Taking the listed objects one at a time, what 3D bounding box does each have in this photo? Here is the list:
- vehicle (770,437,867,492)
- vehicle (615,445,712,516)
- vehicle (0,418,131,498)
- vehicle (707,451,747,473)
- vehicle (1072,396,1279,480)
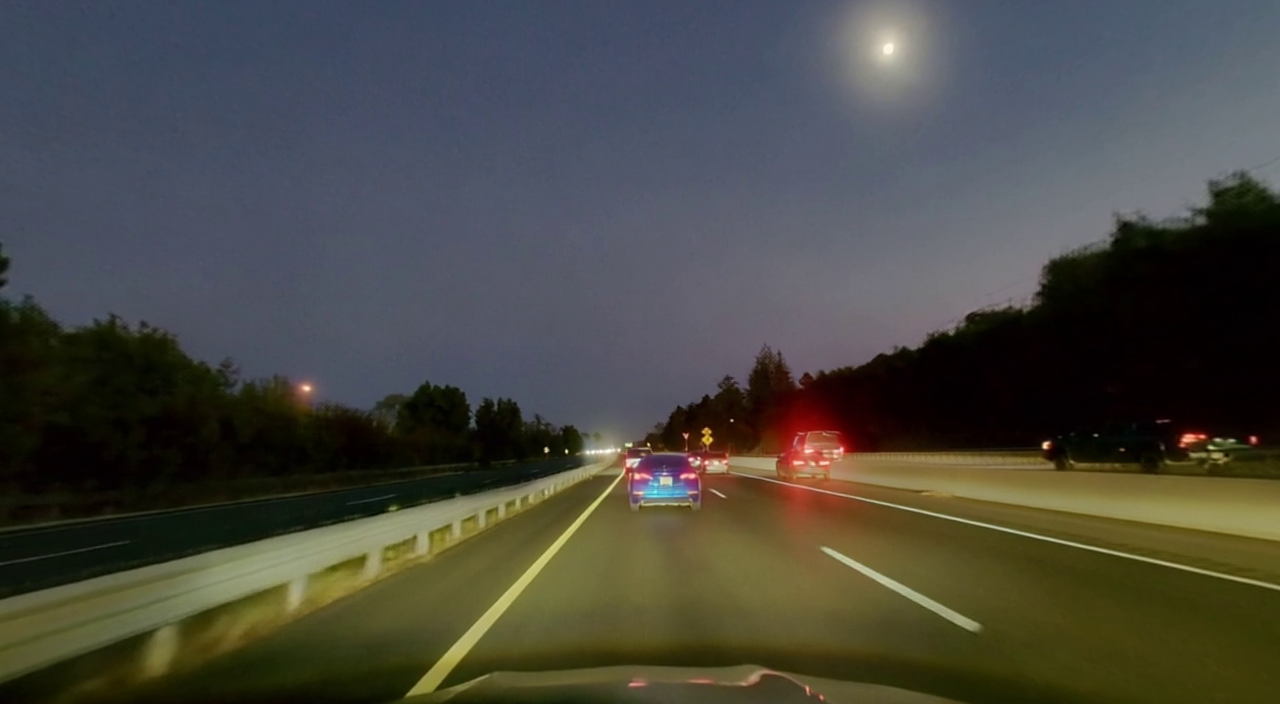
[{"bbox_3d":[6.508,4.149,23.577,2.177,1.827,4.565,0,-9,-1],"label":"vehicle"},{"bbox_3d":[0.484,3.060,15.425,2.076,1.485,3.774,0,-9,0],"label":"vehicle"},{"bbox_3d":[-33.327,5.931,35.344,2.902,3.981,7.819,-3,-8,0],"label":"vehicle"},{"bbox_3d":[6.025,7.633,43.962,2.015,1.454,4.324,0,-9,-2],"label":"vehicle"},{"bbox_3d":[31.741,5.006,35.917,2.822,3.996,14.073,1,-9,-7],"label":"vehicle"}]
